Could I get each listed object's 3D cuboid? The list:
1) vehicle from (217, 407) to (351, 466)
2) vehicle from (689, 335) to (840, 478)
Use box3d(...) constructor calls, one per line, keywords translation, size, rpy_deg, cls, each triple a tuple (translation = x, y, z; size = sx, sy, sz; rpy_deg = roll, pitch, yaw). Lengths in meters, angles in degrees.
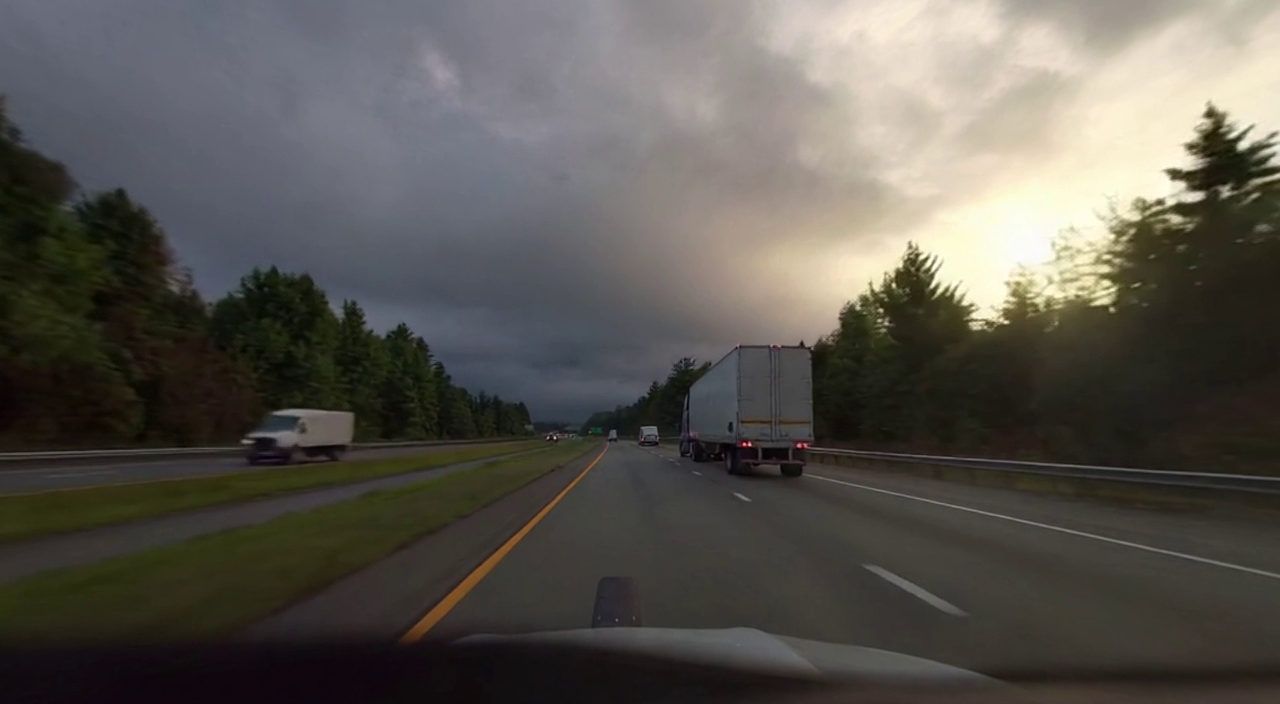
box3d(translation=(-12.924, 3.135, 23.388), size=(2.082, 1.934, 5.144), rpy_deg=(0, -8, -1), cls="vehicle")
box3d(translation=(3.995, 2.370, 24.197), size=(2.974, 4.003, 12.849), rpy_deg=(1, -8, -1), cls="vehicle")
